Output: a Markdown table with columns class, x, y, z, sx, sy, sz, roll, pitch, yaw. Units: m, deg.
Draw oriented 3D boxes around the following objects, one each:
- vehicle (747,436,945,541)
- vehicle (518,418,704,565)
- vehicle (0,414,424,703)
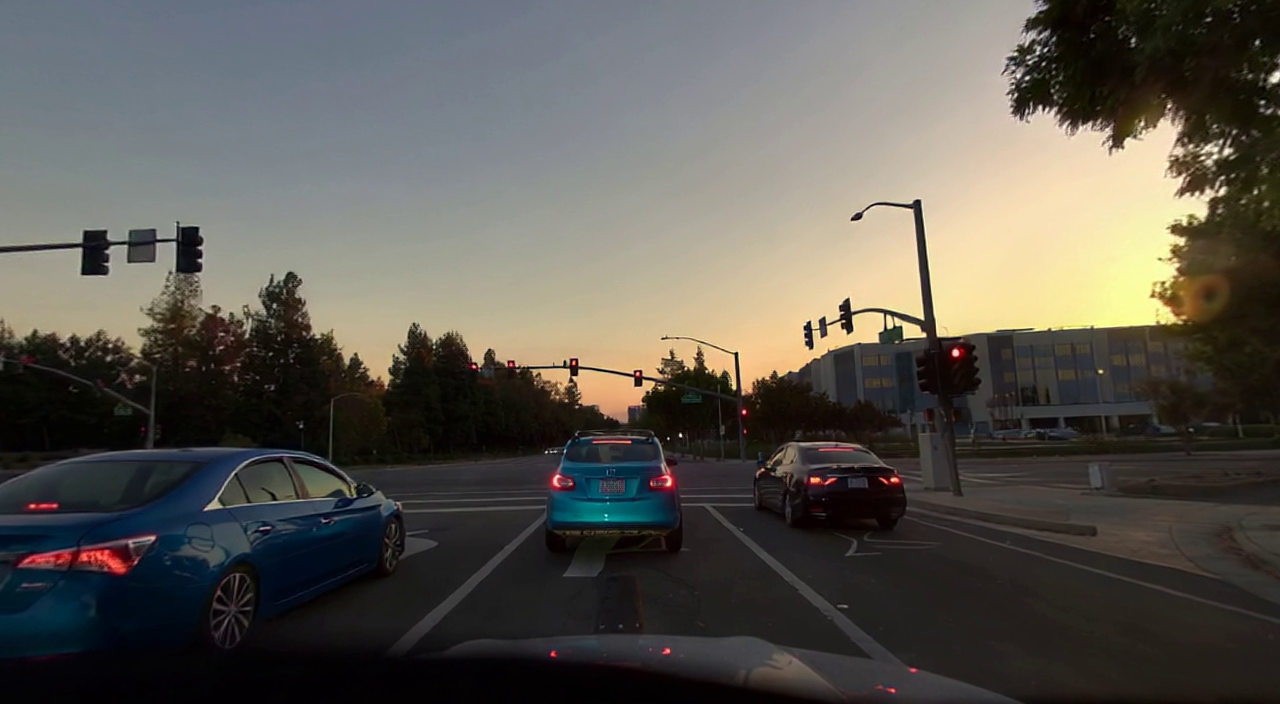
| class | x | y | z | sx | sy | sz | roll | pitch | yaw |
| --- | --- | --- | --- | --- | --- | --- | --- | --- | --- |
| vehicle | 3.275 | 2.259 | 11.164 | 1.970 | 1.449 | 4.433 | 0 | -8 | 0 |
| vehicle | -0.346 | 1.822 | 8.966 | 2.038 | 1.599 | 3.844 | 0 | -8 | -1 |
| vehicle | -3.581 | 1.358 | 5.155 | 2.052 | 1.472 | 4.479 | 0 | -8 | 0 |
